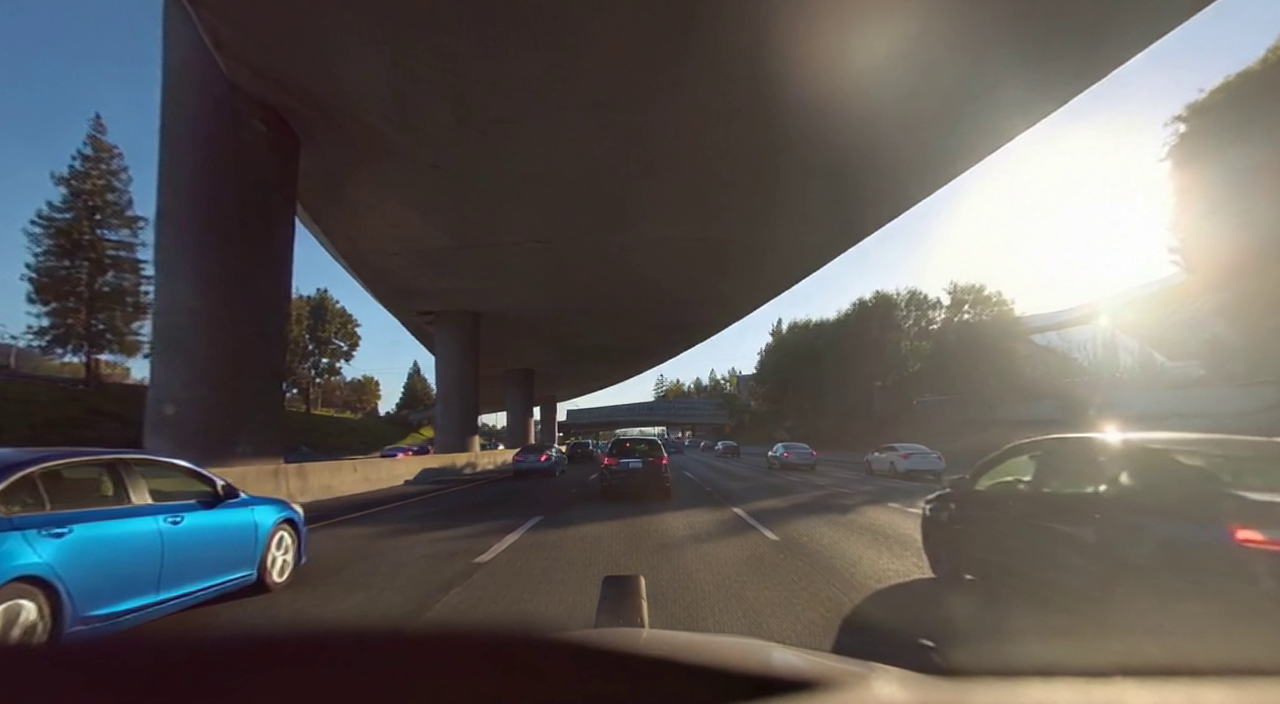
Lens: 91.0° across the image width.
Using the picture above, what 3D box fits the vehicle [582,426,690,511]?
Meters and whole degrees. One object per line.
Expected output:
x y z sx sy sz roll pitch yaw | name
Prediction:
-0.064 2.672 14.814 2.181 1.697 4.021 0 -9 1 | vehicle

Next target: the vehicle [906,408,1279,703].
3.922 1.272 4.531 2.031 1.492 4.577 0 -9 0 | vehicle

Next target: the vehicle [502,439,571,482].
-3.996 4.255 24.994 1.947 1.516 4.295 0 -9 1 | vehicle

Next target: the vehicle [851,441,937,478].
11.335 4.833 28.484 2.008 1.516 4.385 0 -9 0 | vehicle

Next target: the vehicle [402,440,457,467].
-14.413 6.991 43.366 2.102 1.715 4.669 0 -9 1 | vehicle

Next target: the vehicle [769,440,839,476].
7.681 5.015 29.995 2.049 1.521 4.604 0 -9 0 | vehicle

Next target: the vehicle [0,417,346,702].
-4.324 1.310 4.808 1.974 1.478 4.412 0 -9 0 | vehicle
